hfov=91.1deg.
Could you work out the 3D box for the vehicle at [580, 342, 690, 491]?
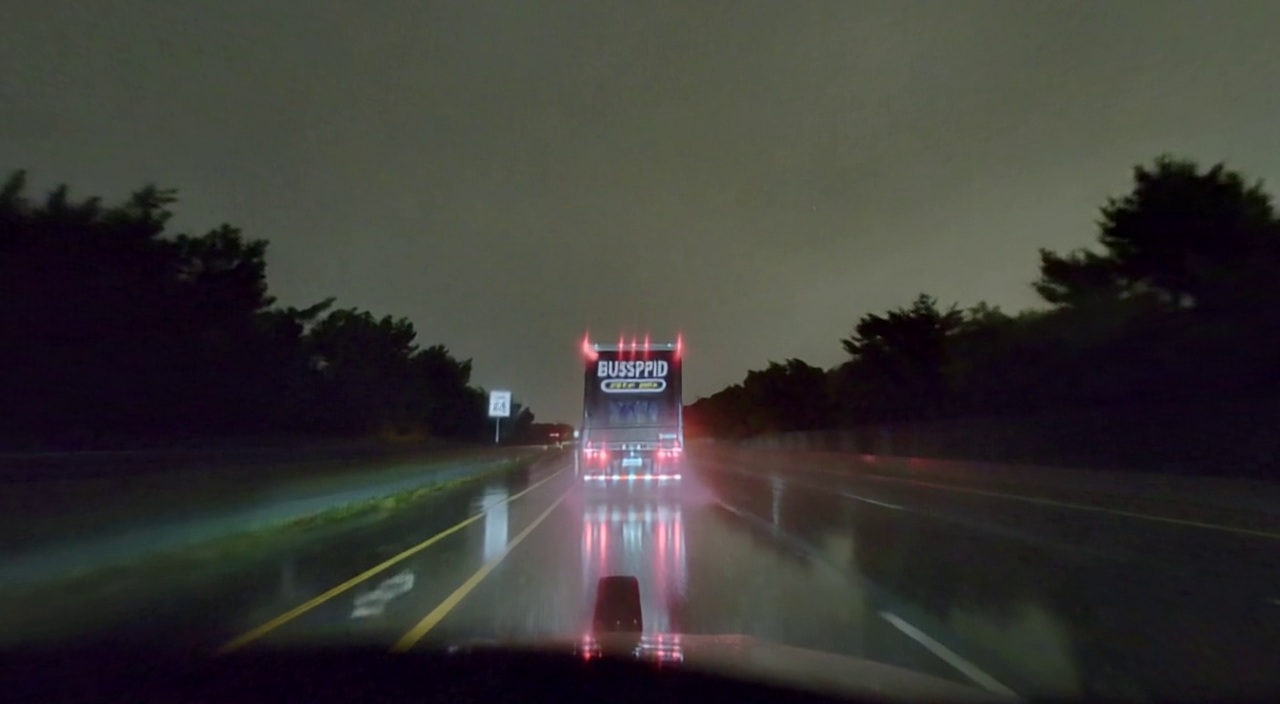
[{"bbox_3d":[-0.325,2.258,20.947,2.870,3.911,8.697,0,-8,-3],"label":"vehicle"}]
